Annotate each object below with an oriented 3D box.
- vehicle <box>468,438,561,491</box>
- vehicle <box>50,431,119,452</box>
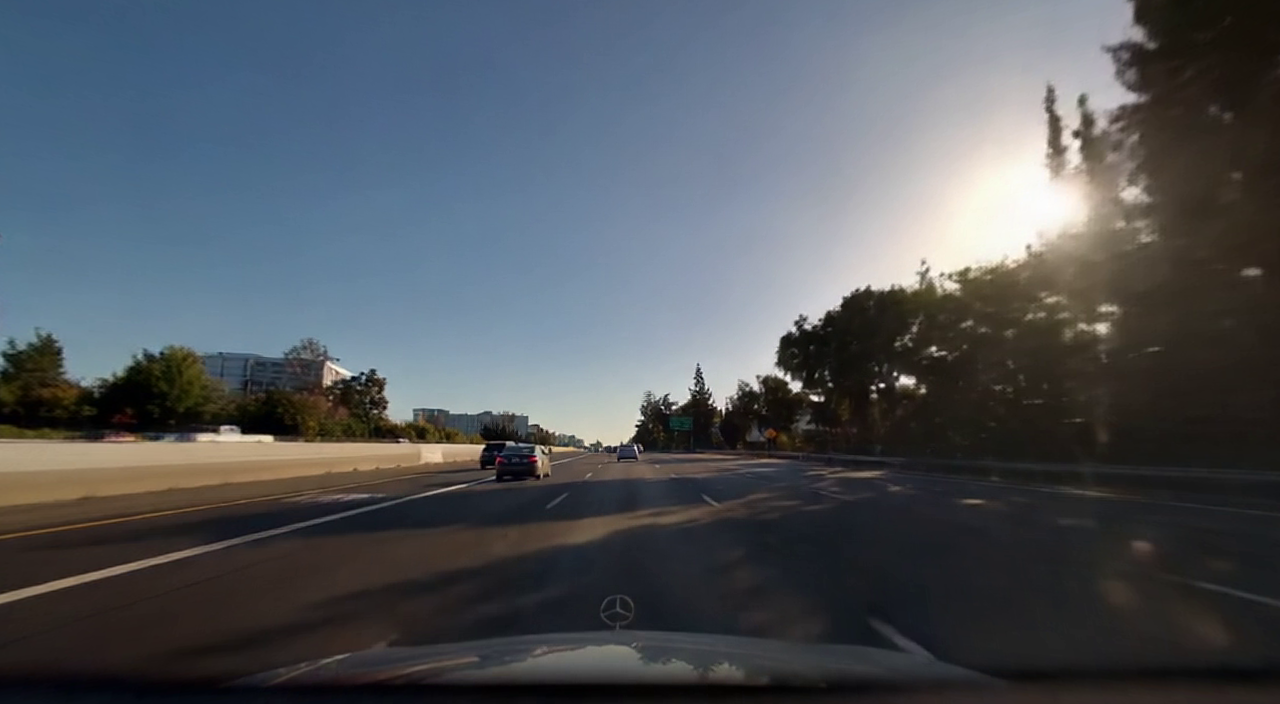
[{"bbox_3d":[-4.085,3.752,21.511,2.140,1.574,4.946,0,-8,0],"label":"vehicle"},{"bbox_3d":[-40.009,6.476,45.601,1.725,1.447,3.619,0,-8,0],"label":"vehicle"}]
